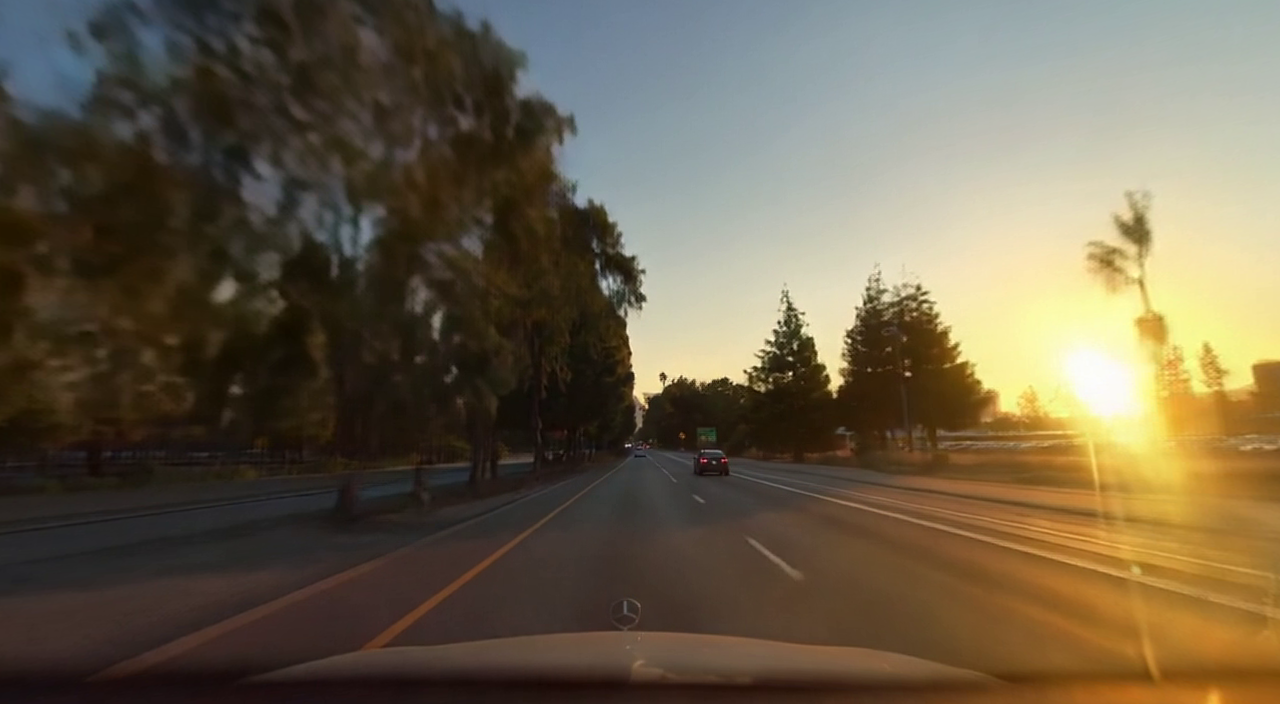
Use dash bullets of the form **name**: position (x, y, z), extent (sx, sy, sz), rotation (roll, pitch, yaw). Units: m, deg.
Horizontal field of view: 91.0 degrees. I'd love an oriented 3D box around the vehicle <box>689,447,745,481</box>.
- **vehicle**: position (3.605, 5.329, 30.277), extent (2.115, 1.522, 4.330), rotation (0, -9, 0)
